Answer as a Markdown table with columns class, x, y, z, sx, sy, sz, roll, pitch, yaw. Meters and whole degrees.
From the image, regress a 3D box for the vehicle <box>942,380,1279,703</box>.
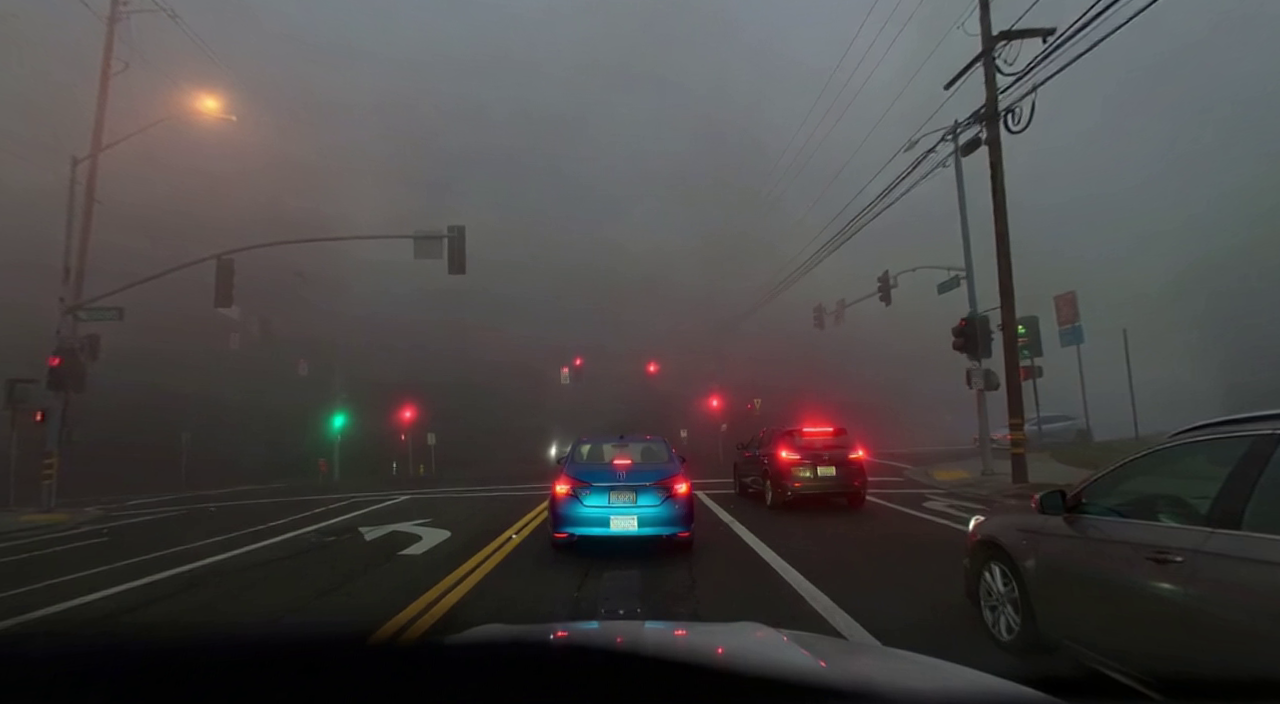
| class | x | y | z | sx | sy | sz | roll | pitch | yaw |
| --- | --- | --- | --- | --- | --- | --- | --- | --- | --- |
| vehicle | 2.925 | 0.882 | 2.232 | 1.860 | 1.494 | 3.707 | 0 | -8 | 0 |

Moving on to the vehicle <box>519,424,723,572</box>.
| class | x | y | z | sx | sy | sz | roll | pitch | yaw |
| --- | --- | --- | --- | --- | --- | --- | --- | --- | --- |
| vehicle | -0.225 | 1.793 | 8.581 | 2.061 | 1.485 | 4.196 | 0 | -8 | -1 |
